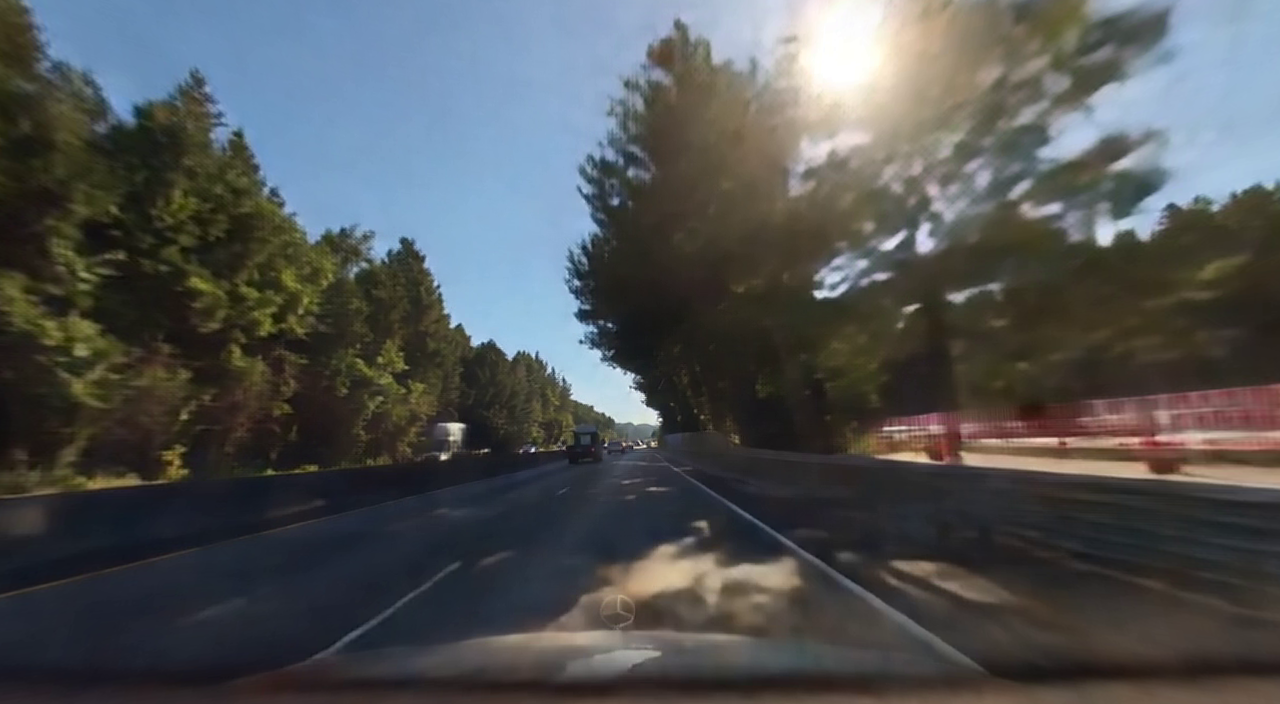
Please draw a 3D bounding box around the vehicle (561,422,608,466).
[{"bbox_3d":[-3.477,5.910,40.466,2.484,2.625,5.907,0,-8,0],"label":"vehicle"}]
